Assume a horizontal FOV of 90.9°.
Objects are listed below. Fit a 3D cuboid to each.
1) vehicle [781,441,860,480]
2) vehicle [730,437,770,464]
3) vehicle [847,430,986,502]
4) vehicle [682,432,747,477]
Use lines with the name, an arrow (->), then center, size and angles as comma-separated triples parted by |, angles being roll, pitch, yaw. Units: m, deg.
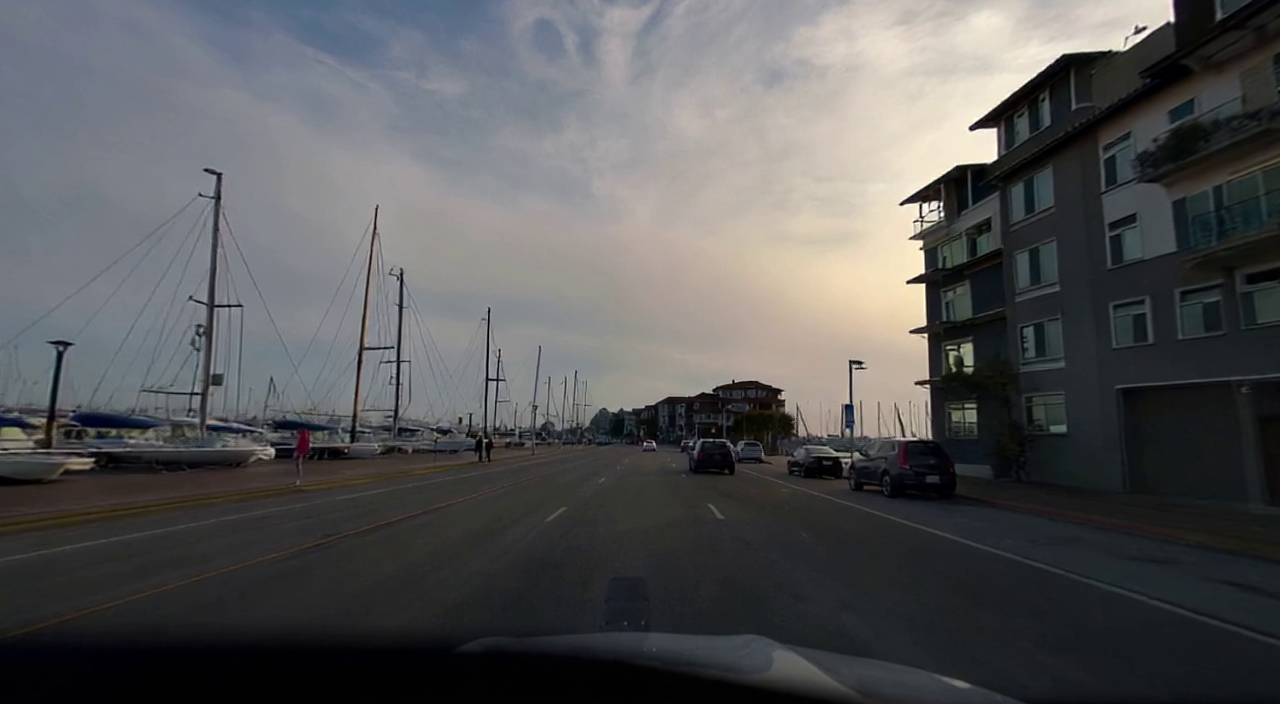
vehicle -> 7.678, 4.640, 27.263 | 2.112, 1.514, 4.371 | 0, -9, 0
vehicle -> 7.762, 7.017, 44.934 | 2.029, 1.750, 4.825 | -1, -9, 1
vehicle -> 7.539, 3.144, 17.764 | 1.901, 1.726, 4.517 | -1, -9, 1
vehicle -> 2.933, 4.148, 25.600 | 2.047, 1.640, 4.051 | 0, -9, -1
